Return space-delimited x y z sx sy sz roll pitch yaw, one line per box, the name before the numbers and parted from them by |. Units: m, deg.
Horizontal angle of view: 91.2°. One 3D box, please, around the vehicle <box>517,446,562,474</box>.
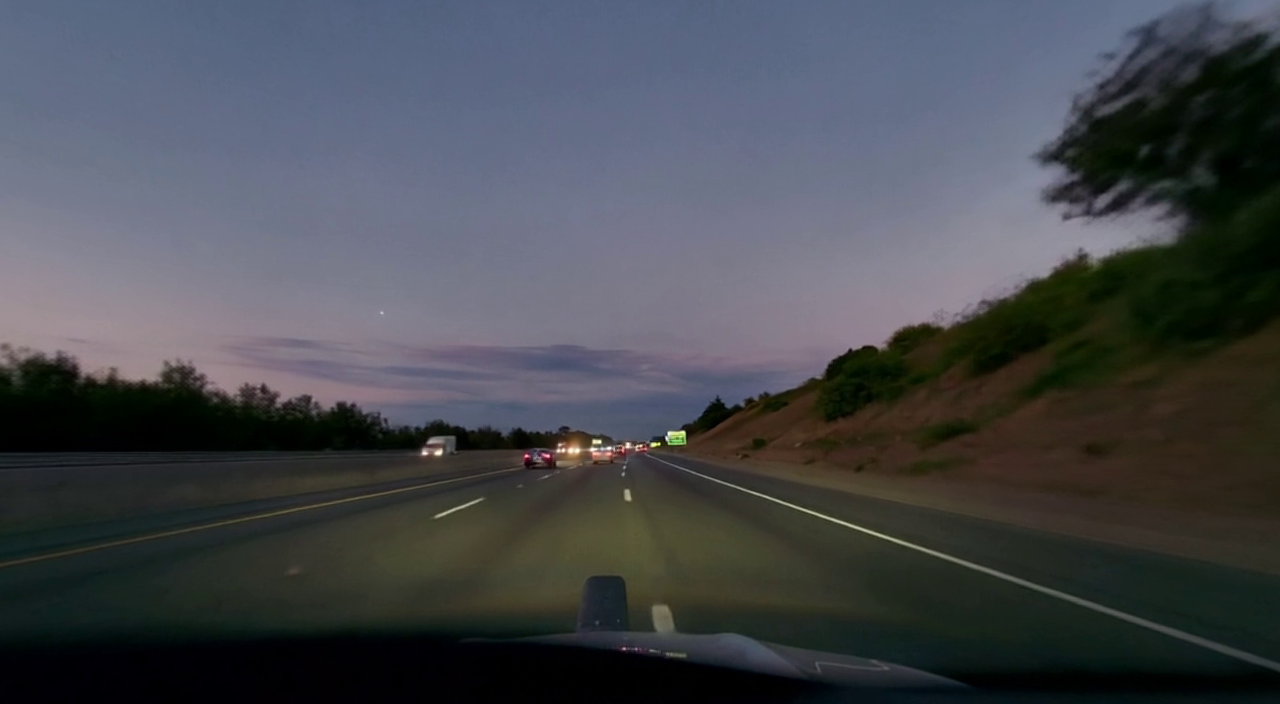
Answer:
vehicle | -5.942 6.459 37.648 2.028 1.563 4.734 0 -9 -1
